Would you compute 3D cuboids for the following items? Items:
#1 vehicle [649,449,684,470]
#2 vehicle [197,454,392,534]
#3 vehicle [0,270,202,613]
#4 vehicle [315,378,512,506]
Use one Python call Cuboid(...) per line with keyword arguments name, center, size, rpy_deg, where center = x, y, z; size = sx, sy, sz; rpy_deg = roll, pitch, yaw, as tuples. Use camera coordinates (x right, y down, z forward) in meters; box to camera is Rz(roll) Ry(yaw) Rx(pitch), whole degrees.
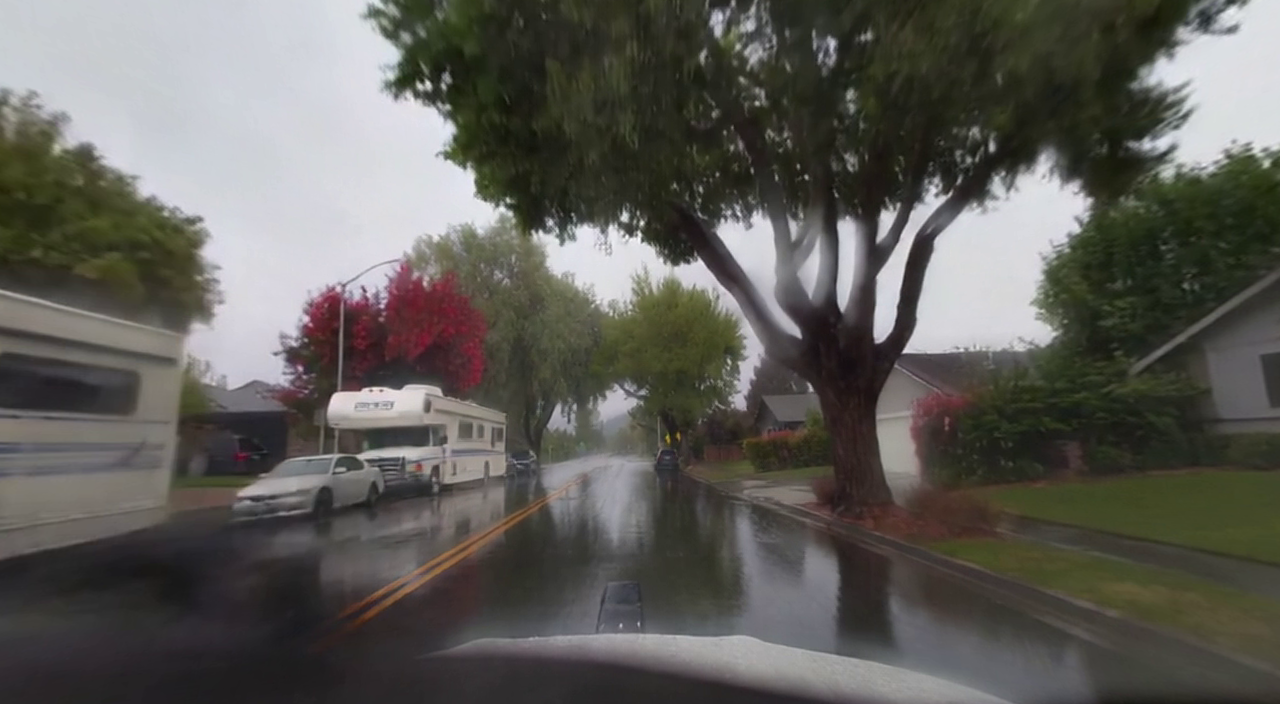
Cuboid(name="vehicle", center=(1.932, 7.978, 47.076), size=(2.167, 1.479, 4.597), rpy_deg=(1, -8, -3))
Cuboid(name="vehicle", center=(-7.462, 3.068, 14.319), size=(1.932, 1.438, 4.552), rpy_deg=(0, -8, -1))
Cuboid(name="vehicle", center=(-7.334, 0.533, 3.861), size=(2.889, 3.119, 8.837), rpy_deg=(0, -8, 0))
Cuboid(name="vehicle", center=(-7.432, 3.477, 23.394), size=(3.103, 3.479, 11.801), rpy_deg=(-1, -10, -1))
